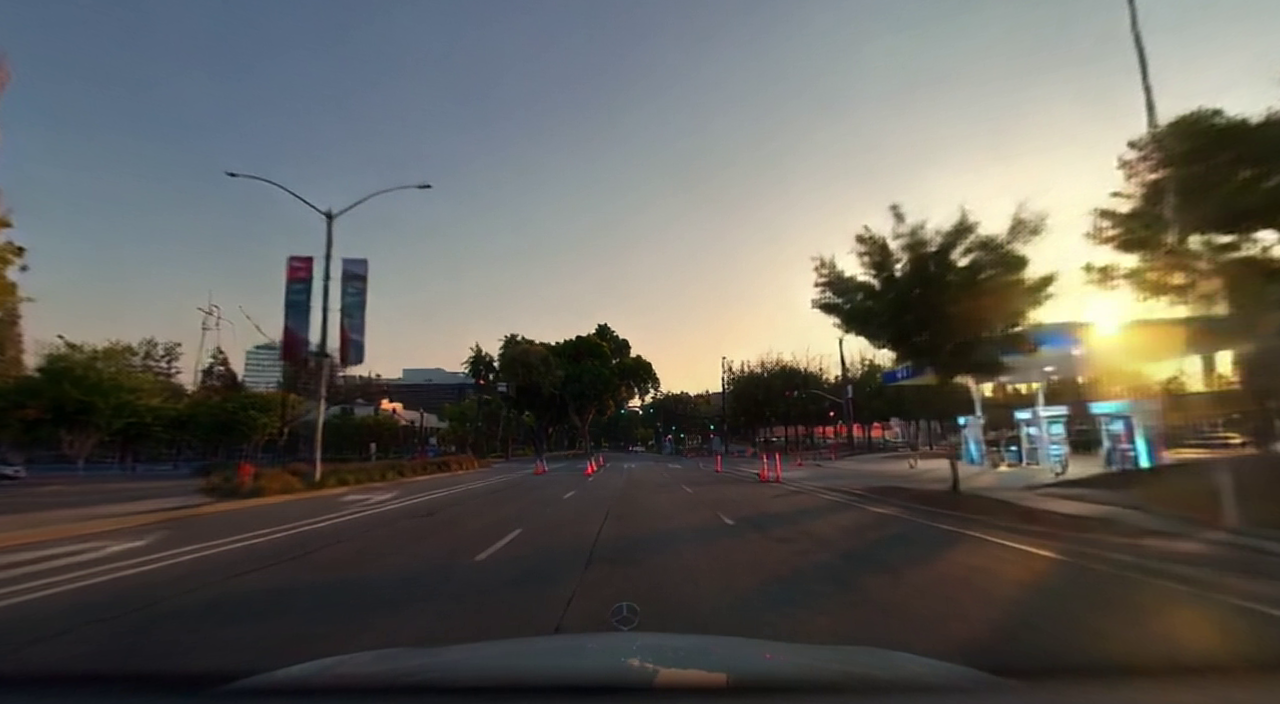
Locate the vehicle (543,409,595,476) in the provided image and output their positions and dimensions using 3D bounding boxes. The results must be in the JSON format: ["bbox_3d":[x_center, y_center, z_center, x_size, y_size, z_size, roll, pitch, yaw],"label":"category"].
[{"bbox_3d":[-4.036,5.156,36.234,2.637,3.576,3.006,-1,-7,-1],"label":"vehicle"}]
